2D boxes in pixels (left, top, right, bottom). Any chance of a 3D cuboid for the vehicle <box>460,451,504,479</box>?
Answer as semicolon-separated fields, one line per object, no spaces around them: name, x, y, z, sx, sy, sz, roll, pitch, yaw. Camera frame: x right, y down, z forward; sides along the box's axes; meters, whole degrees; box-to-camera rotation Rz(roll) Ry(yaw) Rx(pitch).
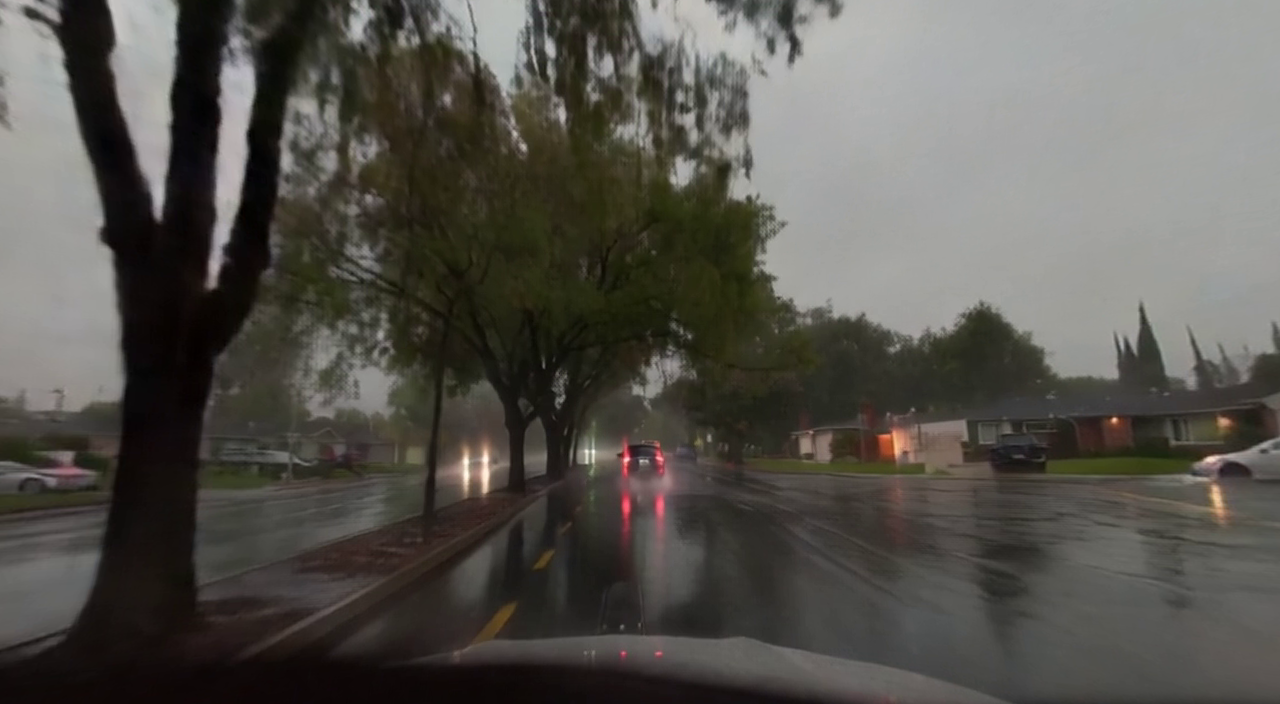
vehicle;-9.412;6.745;37.936;1.861;1.516;3.752;0;-8;-3

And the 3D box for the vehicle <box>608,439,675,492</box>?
vehicle;0.074;3.864;21.909;2.106;1.655;3.717;0;-8;1

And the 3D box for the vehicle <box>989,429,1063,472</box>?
vehicle;17.853;4.505;29.102;2.128;1.771;4.721;-7;-11;39
